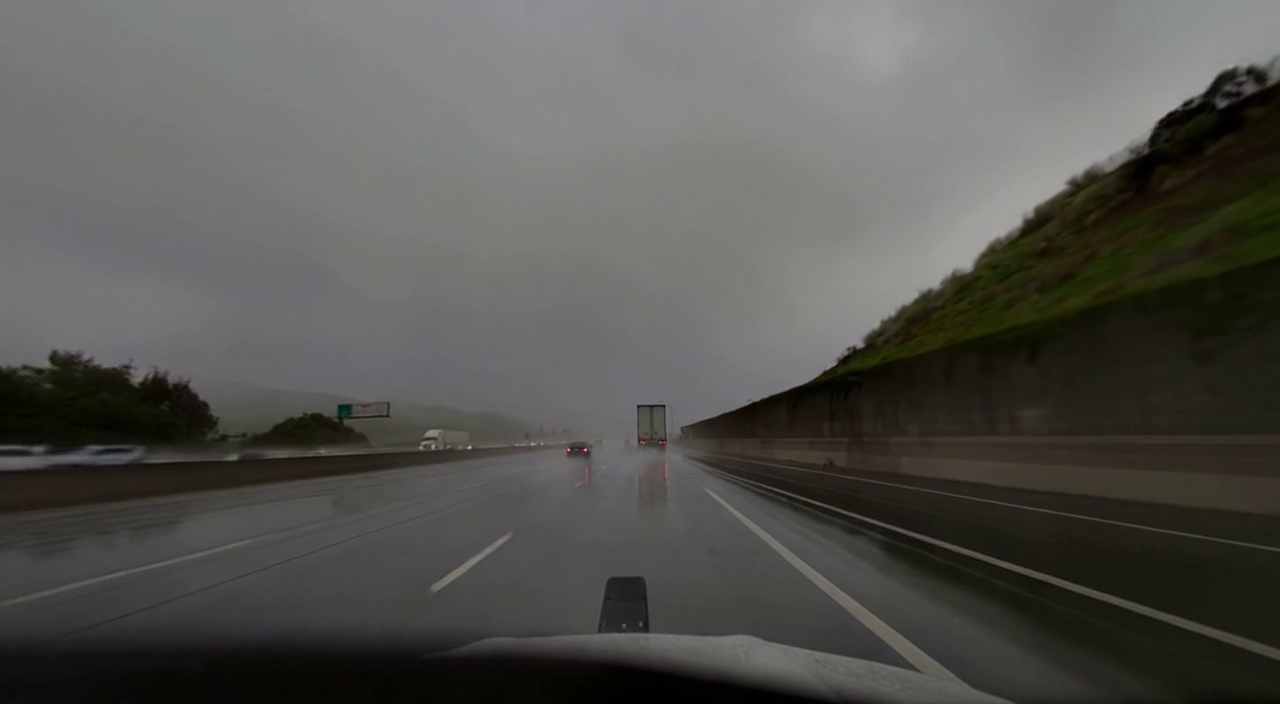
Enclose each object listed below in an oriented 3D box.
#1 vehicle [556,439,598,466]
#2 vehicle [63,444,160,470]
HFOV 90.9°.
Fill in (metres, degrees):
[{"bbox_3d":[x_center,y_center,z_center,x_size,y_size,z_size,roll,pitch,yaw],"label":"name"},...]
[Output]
[{"bbox_3d":[-3.686,5.967,37.510,1.983,1.508,4.060,0,-8,1],"label":"vehicle"},{"bbox_3d":[-39.294,7.766,47.131,2.158,1.816,5.645,-1,-8,3],"label":"vehicle"}]
